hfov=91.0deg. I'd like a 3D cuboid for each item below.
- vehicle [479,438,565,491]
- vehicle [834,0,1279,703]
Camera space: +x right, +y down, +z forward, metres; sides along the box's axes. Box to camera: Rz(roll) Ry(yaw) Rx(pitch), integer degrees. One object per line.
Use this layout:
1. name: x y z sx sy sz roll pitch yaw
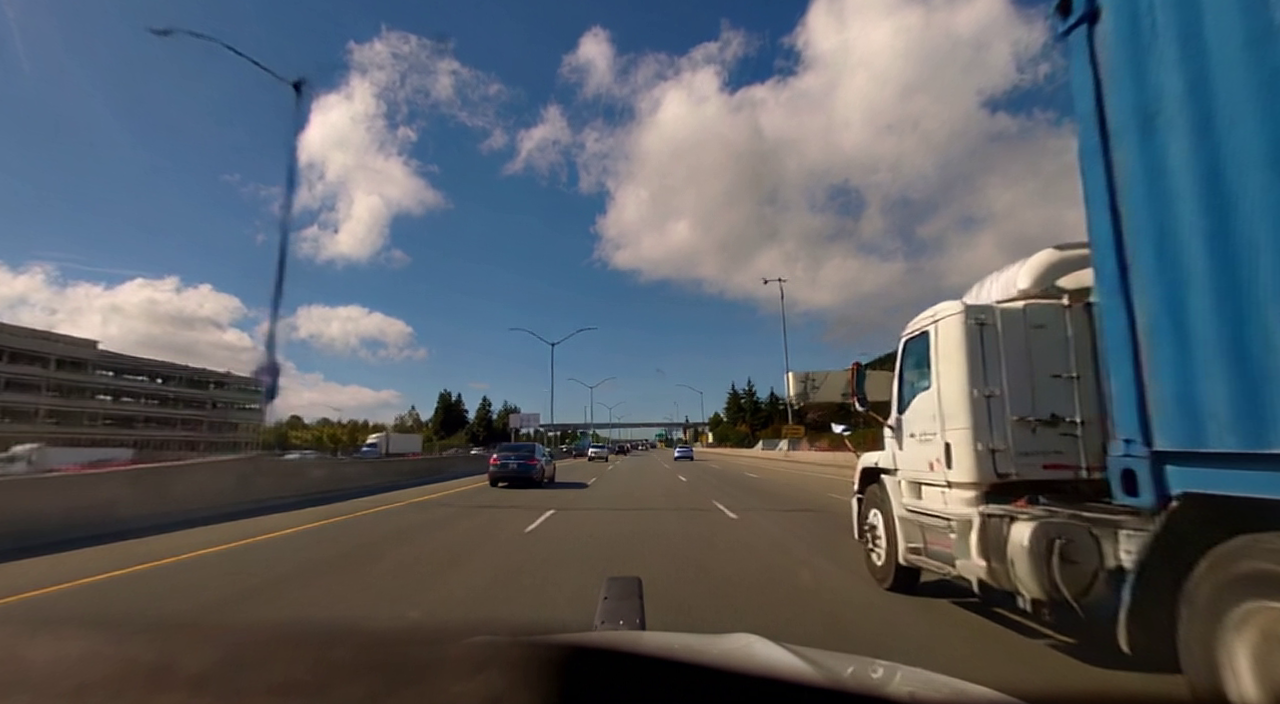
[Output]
1. vehicle: -3.703 3.597 20.493 1.954 1.528 4.010 0 -9 1
2. vehicle: 3.665 0.012 3.814 3.089 3.779 6.420 0 -9 2
